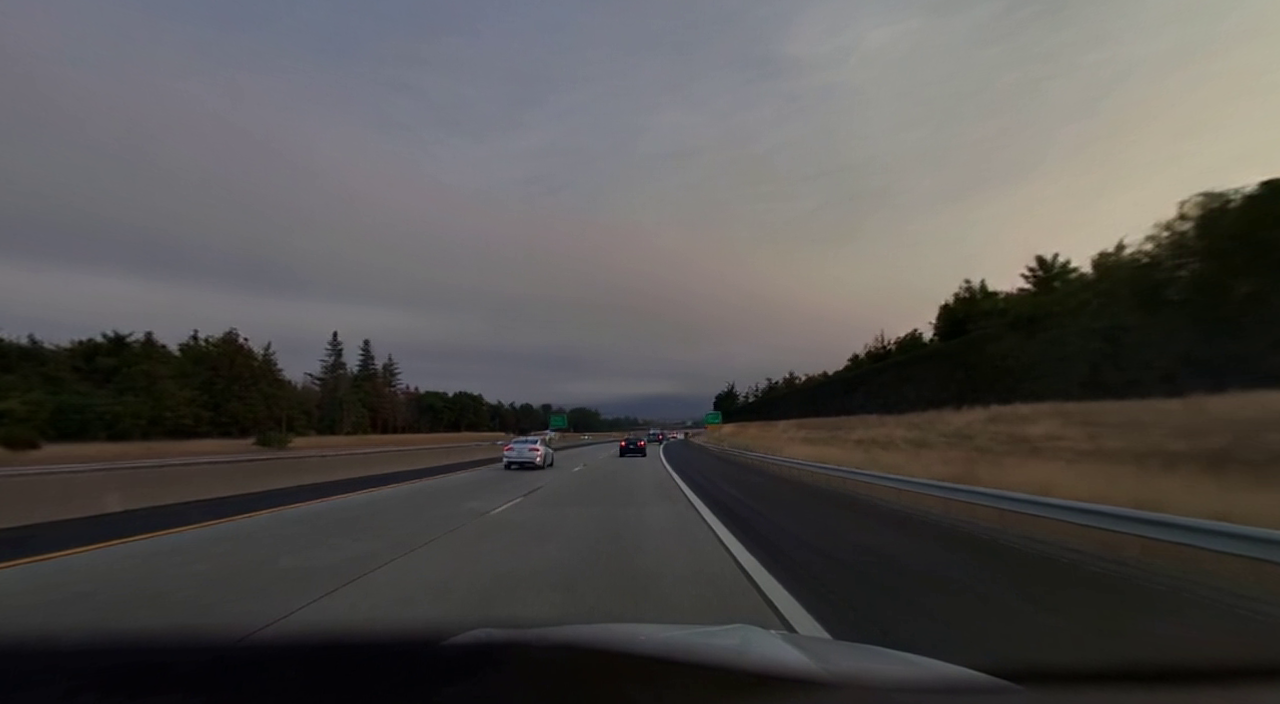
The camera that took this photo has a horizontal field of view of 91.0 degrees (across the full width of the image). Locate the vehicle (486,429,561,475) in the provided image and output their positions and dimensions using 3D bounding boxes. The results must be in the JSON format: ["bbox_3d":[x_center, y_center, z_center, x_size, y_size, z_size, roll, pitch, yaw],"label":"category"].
[{"bbox_3d":[-4.550,3.987,25.259,2.075,1.653,4.317,-1,-8,1],"label":"vehicle"}]

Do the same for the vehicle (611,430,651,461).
[{"bbox_3d":[-0.493,5.407,36.361,2.146,1.636,4.026,-1,-8,0],"label":"vehicle"}]
